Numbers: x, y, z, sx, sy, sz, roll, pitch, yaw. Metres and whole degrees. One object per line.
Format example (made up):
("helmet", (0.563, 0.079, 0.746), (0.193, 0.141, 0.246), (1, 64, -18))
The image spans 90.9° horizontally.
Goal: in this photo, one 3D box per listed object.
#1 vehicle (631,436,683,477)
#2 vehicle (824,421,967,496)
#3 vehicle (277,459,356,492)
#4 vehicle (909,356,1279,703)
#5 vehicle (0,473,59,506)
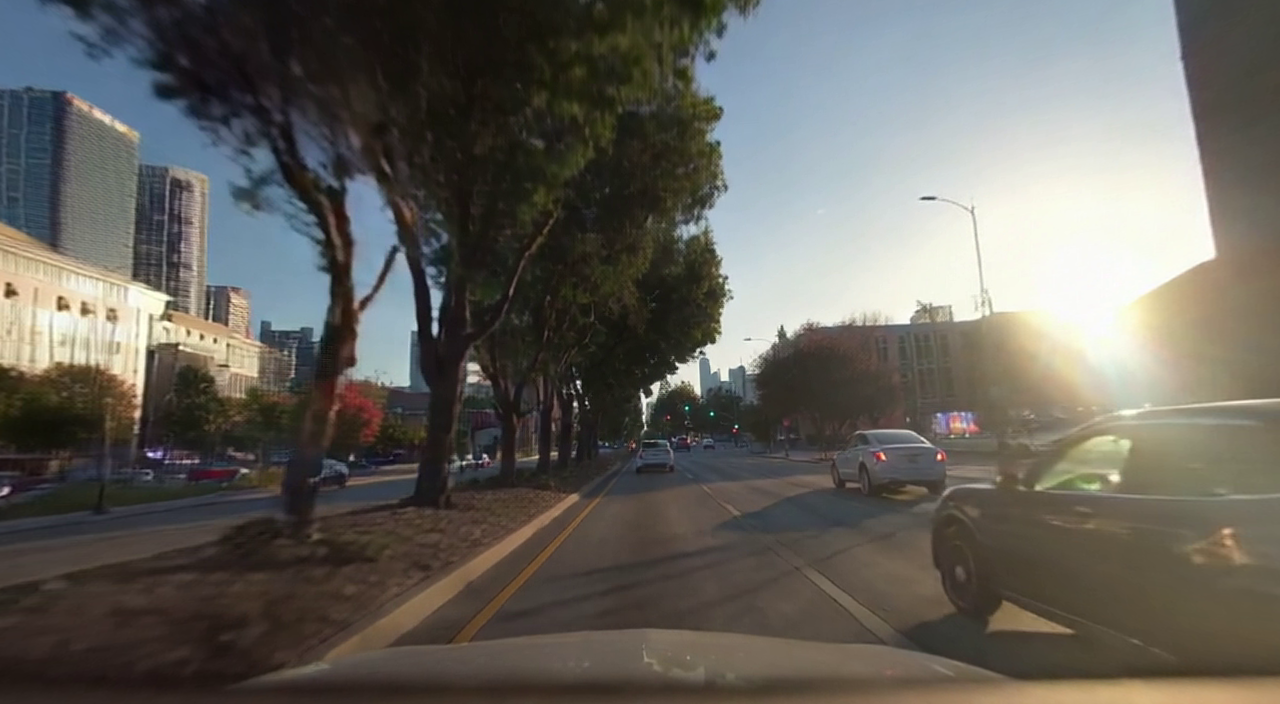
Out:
("vehicle", (0.711, 4.598, 28.051), (2.125, 1.669, 3.880), (0, -8, 0))
("vehicle", (6.840, 2.902, 17.560), (1.963, 1.783, 4.722), (0, -8, 0))
("vehicle", (-18.202, 6.959, 35.724), (1.947, 1.609, 4.589), (0, -8, 1))
("vehicle", (3.208, 0.902, 2.796), (1.931, 1.591, 4.708), (0, -8, 0))
("vehicle", (-38.408, 8.471, 38.240), (4.432, 1.505, 1.984), (-9, -8, 1))
